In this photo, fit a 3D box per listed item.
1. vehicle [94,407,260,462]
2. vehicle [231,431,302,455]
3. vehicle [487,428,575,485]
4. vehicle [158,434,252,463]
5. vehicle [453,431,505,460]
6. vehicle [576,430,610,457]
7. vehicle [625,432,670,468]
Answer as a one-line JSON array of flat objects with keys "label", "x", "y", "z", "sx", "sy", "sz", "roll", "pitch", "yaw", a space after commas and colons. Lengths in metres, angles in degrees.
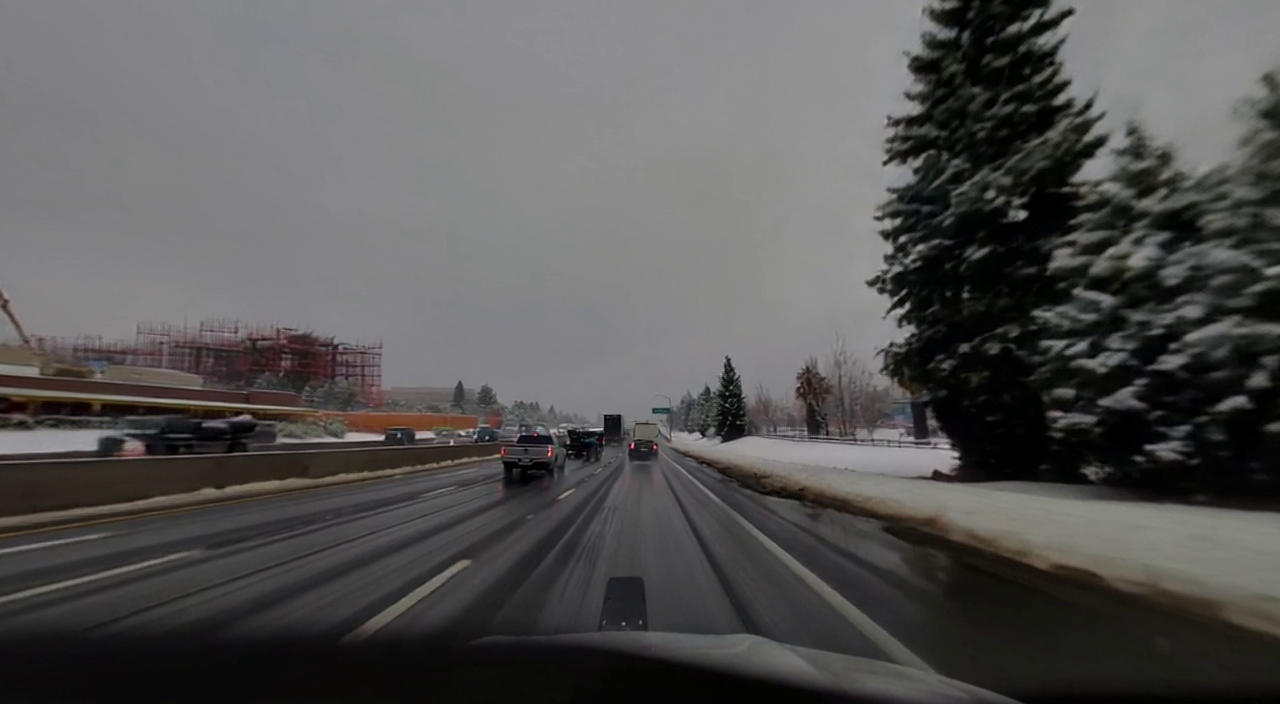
[{"label": "vehicle", "x": -28.825, "y": 5.304, "z": 40.090, "sx": 2.994, "sy": 3.011, "sz": 9.506, "roll": -1, "pitch": -8, "yaw": 3}, {"label": "vehicle", "x": -28.353, "y": 6.929, "z": 48.071, "sx": 2.126, "sy": 1.730, "sz": 4.934, "roll": -1, "pitch": -8, "yaw": 4}, {"label": "vehicle", "x": -3.557, "y": 3.516, "z": 21.535, "sx": 2.108, "sy": 1.740, "sz": 4.549, "roll": 0, "pitch": -8, "yaw": 1}, {"label": "vehicle", "x": -24.248, "y": 5.384, "z": 35.377, "sx": 2.036, "sy": 1.490, "sz": 4.375, "roll": -1, "pitch": -8, "yaw": 2}, {"label": "vehicle", "x": -10.698, "y": 6.259, "z": 42.250, "sx": 2.104, "sy": 1.818, "sz": 4.721, "roll": 0, "pitch": -8, "yaw": 2}, {"label": "vehicle", "x": -3.543, "y": 7.081, "z": 48.734, "sx": 2.203, "sy": 1.958, "sz": 4.848, "roll": 0, "pitch": -8, "yaw": 1}, {"label": "vehicle", "x": 0.352, "y": 4.957, "z": 31.921, "sx": 2.136, "sy": 1.678, "sz": 4.052, "roll": 0, "pitch": -8, "yaw": 0}]
